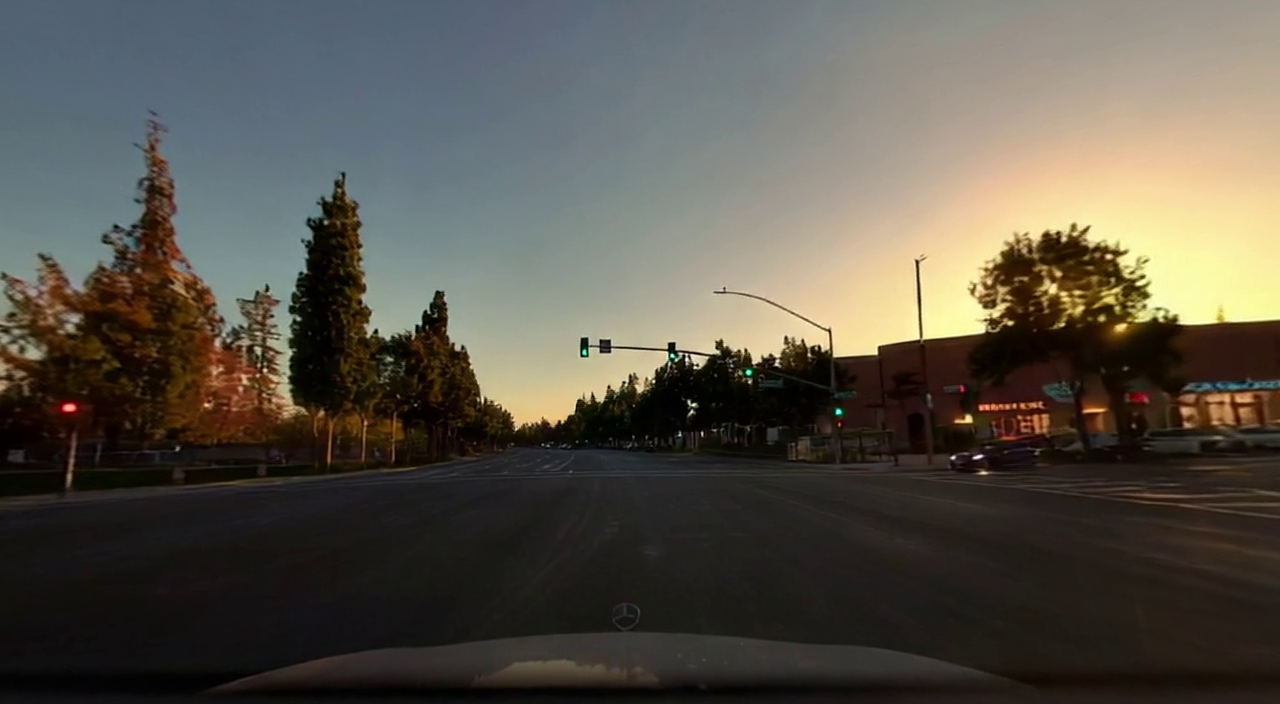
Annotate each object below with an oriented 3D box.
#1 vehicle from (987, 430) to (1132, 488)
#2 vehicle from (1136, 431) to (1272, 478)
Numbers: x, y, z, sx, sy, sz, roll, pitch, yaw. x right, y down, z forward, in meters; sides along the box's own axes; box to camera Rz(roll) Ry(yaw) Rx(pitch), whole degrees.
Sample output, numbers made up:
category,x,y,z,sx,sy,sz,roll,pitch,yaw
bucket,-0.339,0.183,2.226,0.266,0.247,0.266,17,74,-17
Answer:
category,x,y,z,sx,sy,sz,roll,pitch,yaw
vehicle,13.319,3.362,20.095,3.780,1.496,1.867,0,-8,-21
vehicle,19.662,3.548,22.046,3.942,1.505,1.848,3,-9,-22
